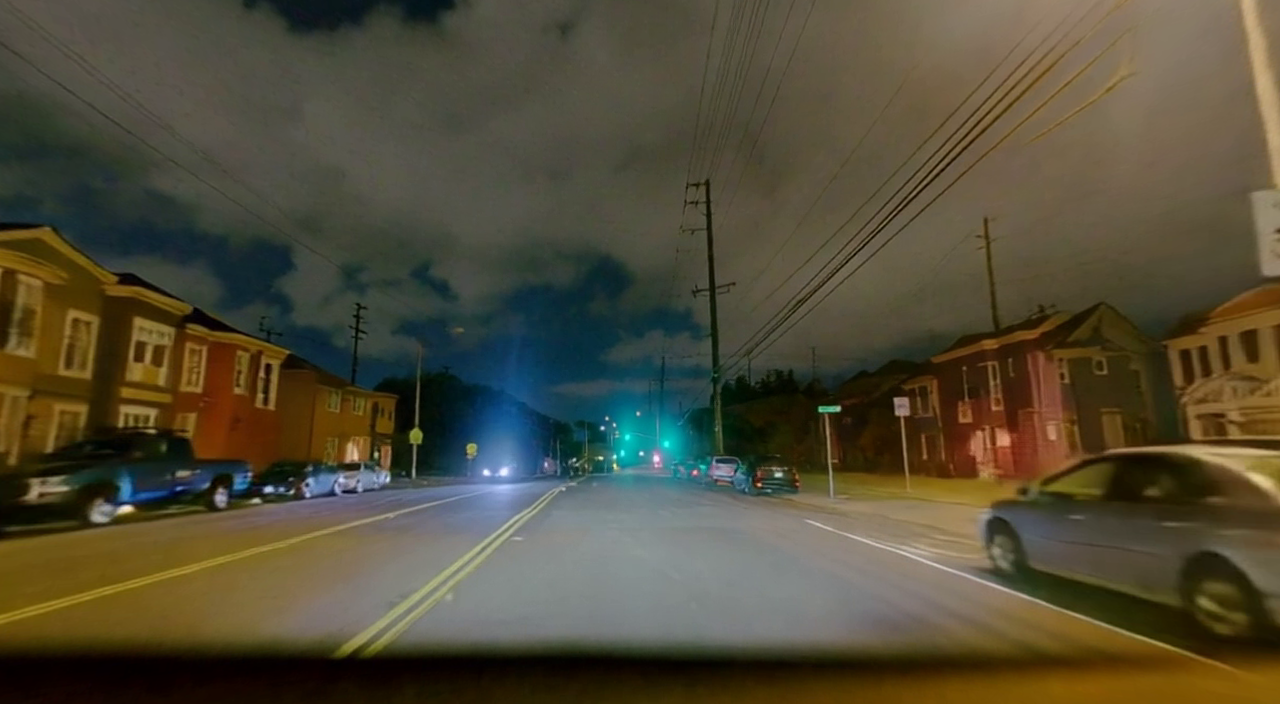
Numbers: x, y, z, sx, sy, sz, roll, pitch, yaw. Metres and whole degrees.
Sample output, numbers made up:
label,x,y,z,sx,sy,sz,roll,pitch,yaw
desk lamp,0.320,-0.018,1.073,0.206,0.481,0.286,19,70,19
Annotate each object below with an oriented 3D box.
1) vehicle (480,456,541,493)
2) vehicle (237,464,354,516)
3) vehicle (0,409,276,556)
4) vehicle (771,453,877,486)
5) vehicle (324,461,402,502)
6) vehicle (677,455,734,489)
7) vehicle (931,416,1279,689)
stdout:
label,x,y,z,sx,sy,sz,roll,pitch,yaw
vehicle,-5.976,5.673,29.594,2.205,1.480,4.366,-1,-9,-4
vehicle,-11.568,4.614,21.622,1.742,1.415,4.566,0,-9,-4
vehicle,-11.130,2.766,14.189,2.687,2.491,5.936,-2,-8,-4
vehicle,8.925,5.653,30.674,4.658,1.465,2.025,-4,-9,24
vehicle,-11.923,5.564,27.436,1.936,1.516,3.647,0,-9,-4
vehicle,3.018,5.652,30.104,1.917,1.434,4.733,0,-9,-4
vehicle,4.499,1.287,4.687,2.059,1.502,4.824,0,-9,-5
